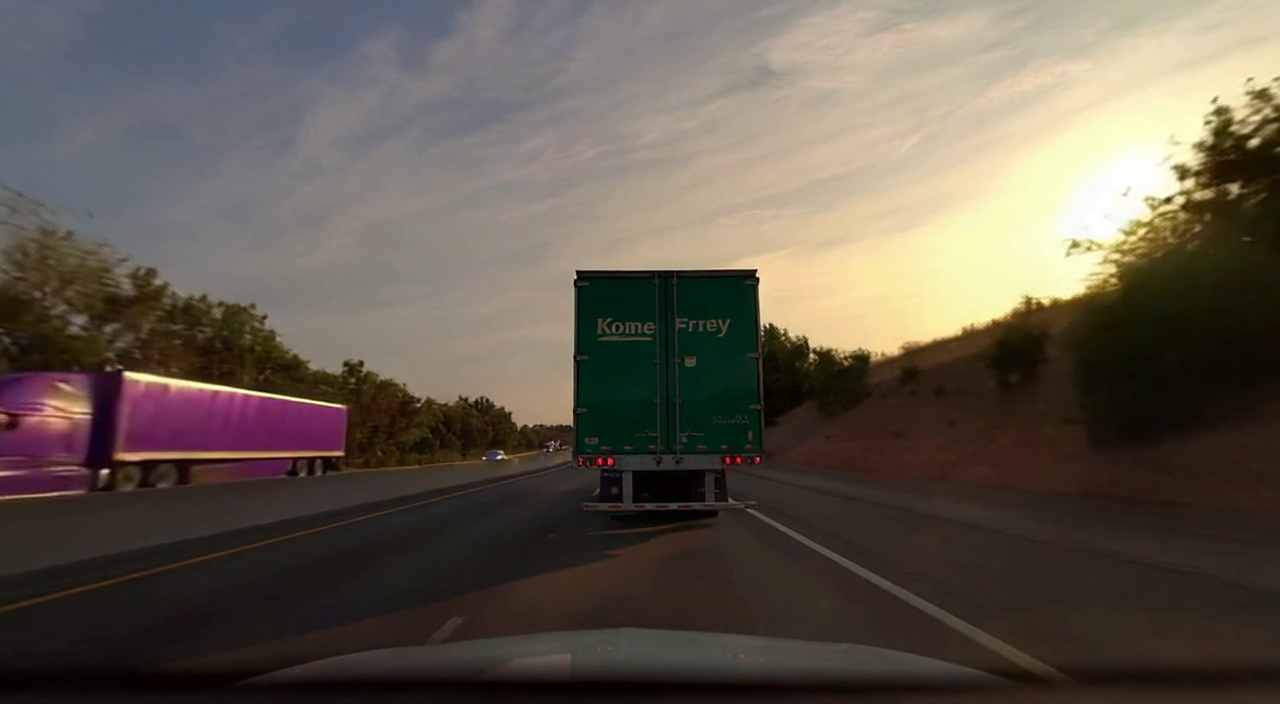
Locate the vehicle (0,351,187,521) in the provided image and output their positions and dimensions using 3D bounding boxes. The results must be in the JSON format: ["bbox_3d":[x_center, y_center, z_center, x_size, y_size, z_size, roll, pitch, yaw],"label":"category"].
[{"bbox_3d":[-16.526,2.405,17.680,2.997,3.998,5.894,0,-9,0],"label":"vehicle"}]

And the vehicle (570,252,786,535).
[{"bbox_3d":[0.486,1.693,16.868,3.230,4.377,14.405,0,-9,-1],"label":"vehicle"}]
